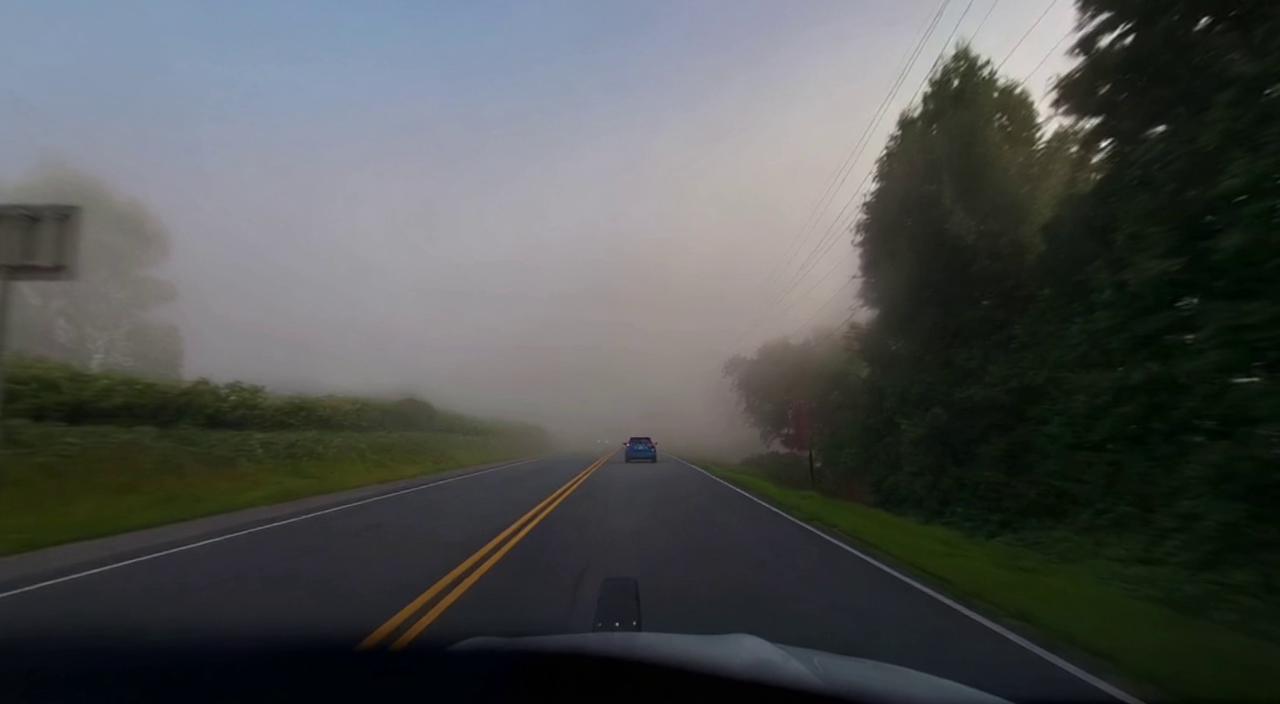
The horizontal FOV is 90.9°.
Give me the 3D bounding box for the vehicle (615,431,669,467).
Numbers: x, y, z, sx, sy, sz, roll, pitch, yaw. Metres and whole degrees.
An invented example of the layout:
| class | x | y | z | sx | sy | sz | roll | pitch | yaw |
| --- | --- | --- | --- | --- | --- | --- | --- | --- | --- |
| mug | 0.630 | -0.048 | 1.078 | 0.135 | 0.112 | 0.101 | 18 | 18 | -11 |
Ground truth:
| class | x | y | z | sx | sy | sz | roll | pitch | yaw |
| --- | --- | --- | --- | --- | --- | --- | --- | --- | --- |
| vehicle | 0.042 | 4.311 | 28.198 | 2.241 | 1.471 | 3.829 | 0 | -8 | -1 |
